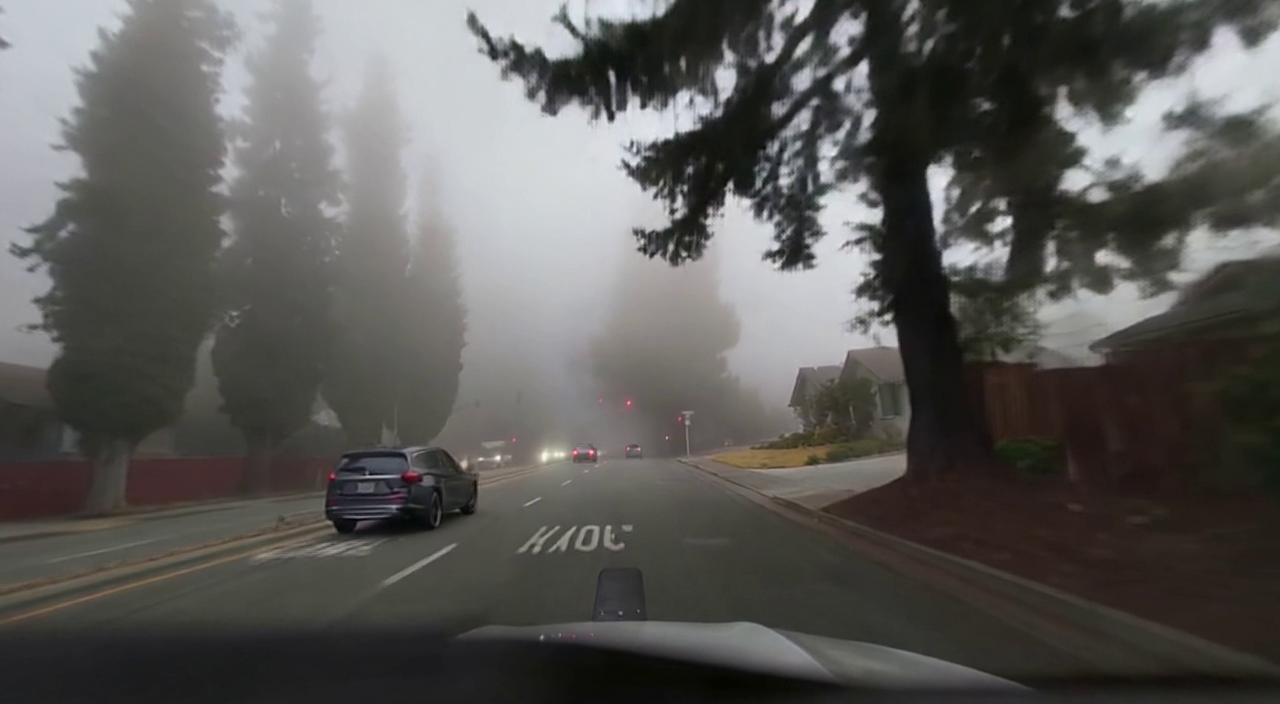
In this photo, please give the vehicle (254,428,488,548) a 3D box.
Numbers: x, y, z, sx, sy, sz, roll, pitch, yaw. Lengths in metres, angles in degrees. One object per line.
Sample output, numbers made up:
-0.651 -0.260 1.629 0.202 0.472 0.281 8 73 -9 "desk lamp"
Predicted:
-4.435 2.308 11.470 2.169 1.706 4.638 0 -9 0 "vehicle"
